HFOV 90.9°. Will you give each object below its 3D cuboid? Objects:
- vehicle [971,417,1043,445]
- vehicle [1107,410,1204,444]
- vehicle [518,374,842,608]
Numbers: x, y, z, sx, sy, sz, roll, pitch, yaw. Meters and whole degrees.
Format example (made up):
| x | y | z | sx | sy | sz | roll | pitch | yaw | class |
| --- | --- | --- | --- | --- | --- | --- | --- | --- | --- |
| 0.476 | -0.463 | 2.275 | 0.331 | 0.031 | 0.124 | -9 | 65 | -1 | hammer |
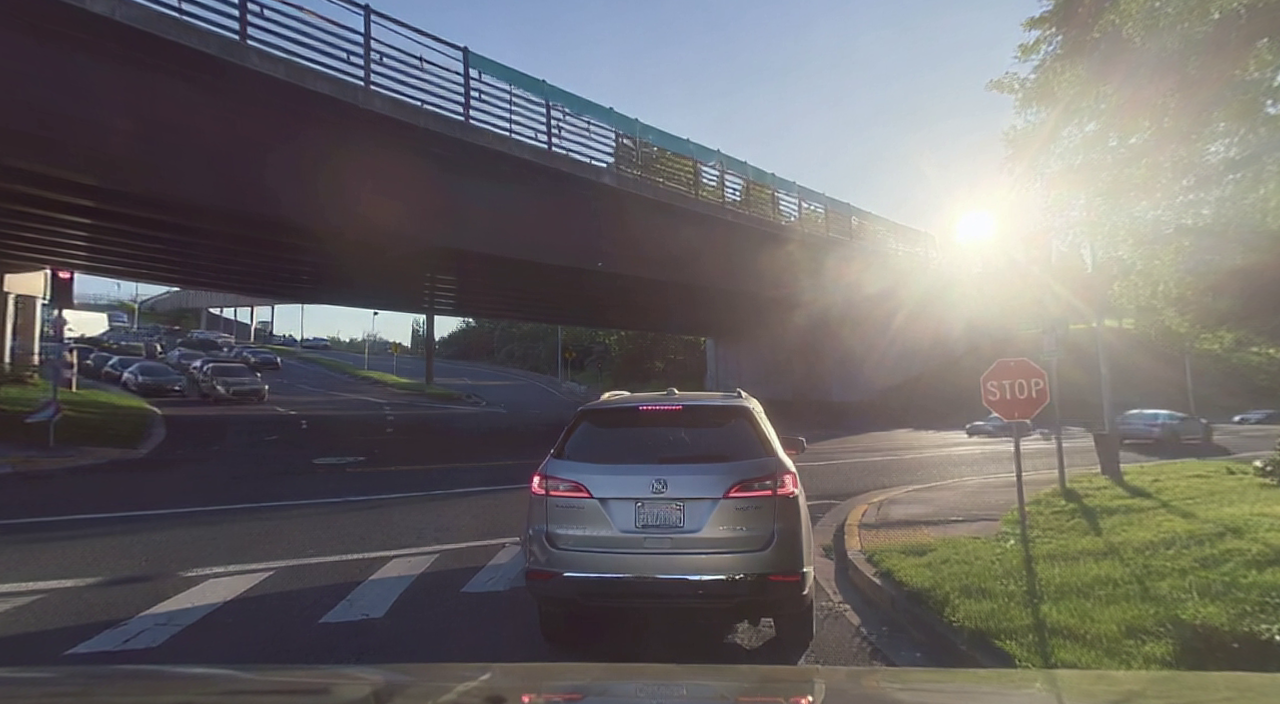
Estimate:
| x | y | z | sx | sy | sz | roll | pitch | yaw | class |
| --- | --- | --- | --- | --- | --- | --- | --- | --- | --- |
| 24.223 | 5.223 | 41.621 | 4.557 | 1.712 | 1.913 | 3 | -8 | -29 | vehicle |
| 28.775 | 4.248 | 35.158 | 5.166 | 1.791 | 2.131 | 4 | -10 | -27 | vehicle |
| 0.305 | 1.401 | 7.129 | 2.494 | 1.804 | 4.336 | 0 | -9 | 0 | vehicle |
